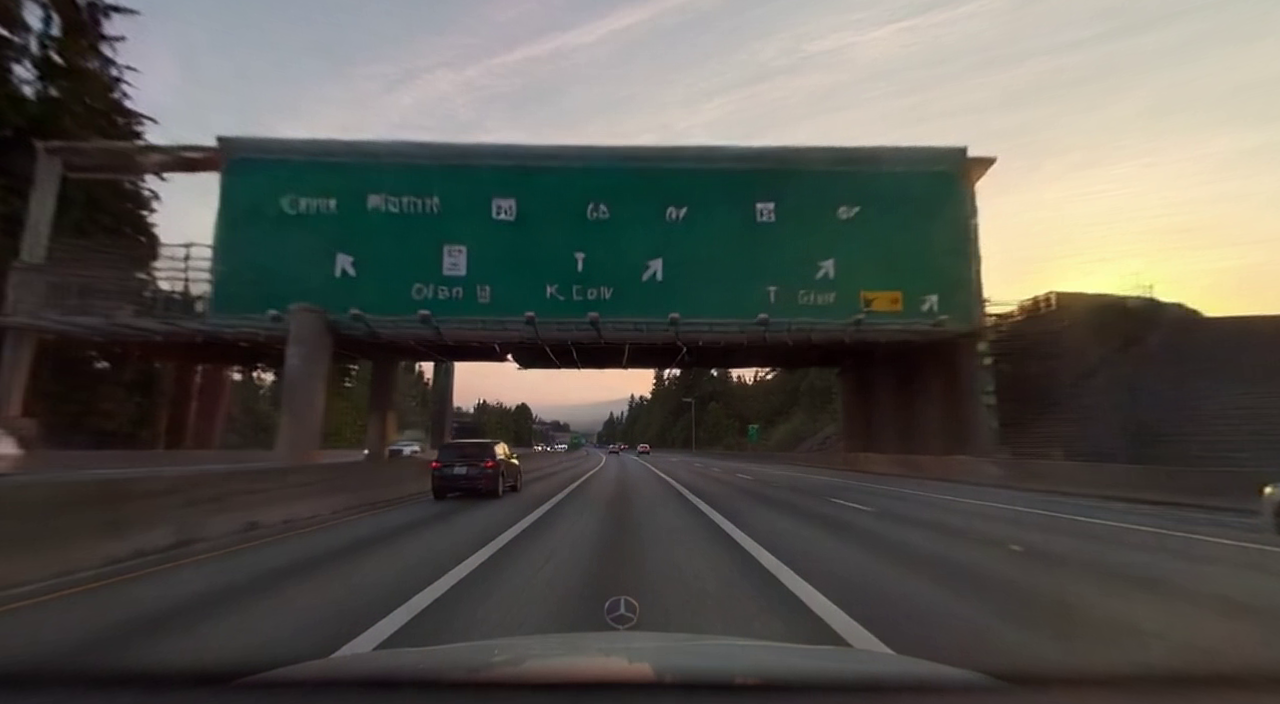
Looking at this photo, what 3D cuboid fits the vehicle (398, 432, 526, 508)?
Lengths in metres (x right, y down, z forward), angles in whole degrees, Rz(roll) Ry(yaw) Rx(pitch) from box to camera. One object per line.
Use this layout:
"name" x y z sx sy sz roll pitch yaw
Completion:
"vehicle" -4.210 2.855 15.559 2.071 1.615 3.868 0 -9 0

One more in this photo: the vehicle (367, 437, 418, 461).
"vehicle" -16.080 6.353 40.944 1.760 1.483 3.871 0 -9 0
